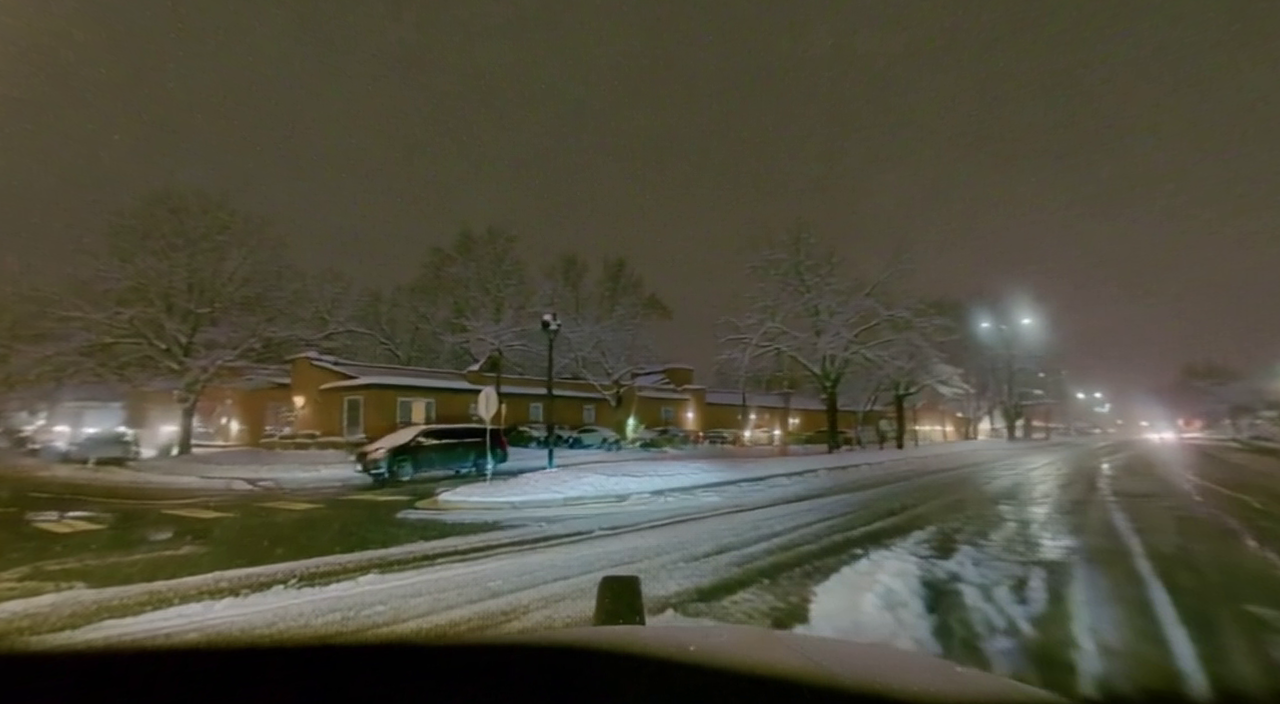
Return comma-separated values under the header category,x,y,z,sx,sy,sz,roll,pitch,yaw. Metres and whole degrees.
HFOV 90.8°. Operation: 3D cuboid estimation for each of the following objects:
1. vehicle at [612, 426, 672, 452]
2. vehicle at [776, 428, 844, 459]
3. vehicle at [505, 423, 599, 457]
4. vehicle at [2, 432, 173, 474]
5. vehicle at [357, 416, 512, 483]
category,x,y,z,sx,sy,sz,roll,pitch,yaw
vehicle,0.116,6.237,45.558,3.928,1.784,1.895,-4,-9,31
vehicle,10.387,5.534,38.575,3.635,1.521,1.726,0,-4,29
vehicle,-5.090,5.039,36.336,5.193,1.830,2.049,-4,-9,30
vehicle,-22.099,4.029,25.514,1.919,1.502,4.695,-4,-9,28
vehicle,-6.446,3.097,20.501,2.174,1.863,4.651,-3,-8,23
